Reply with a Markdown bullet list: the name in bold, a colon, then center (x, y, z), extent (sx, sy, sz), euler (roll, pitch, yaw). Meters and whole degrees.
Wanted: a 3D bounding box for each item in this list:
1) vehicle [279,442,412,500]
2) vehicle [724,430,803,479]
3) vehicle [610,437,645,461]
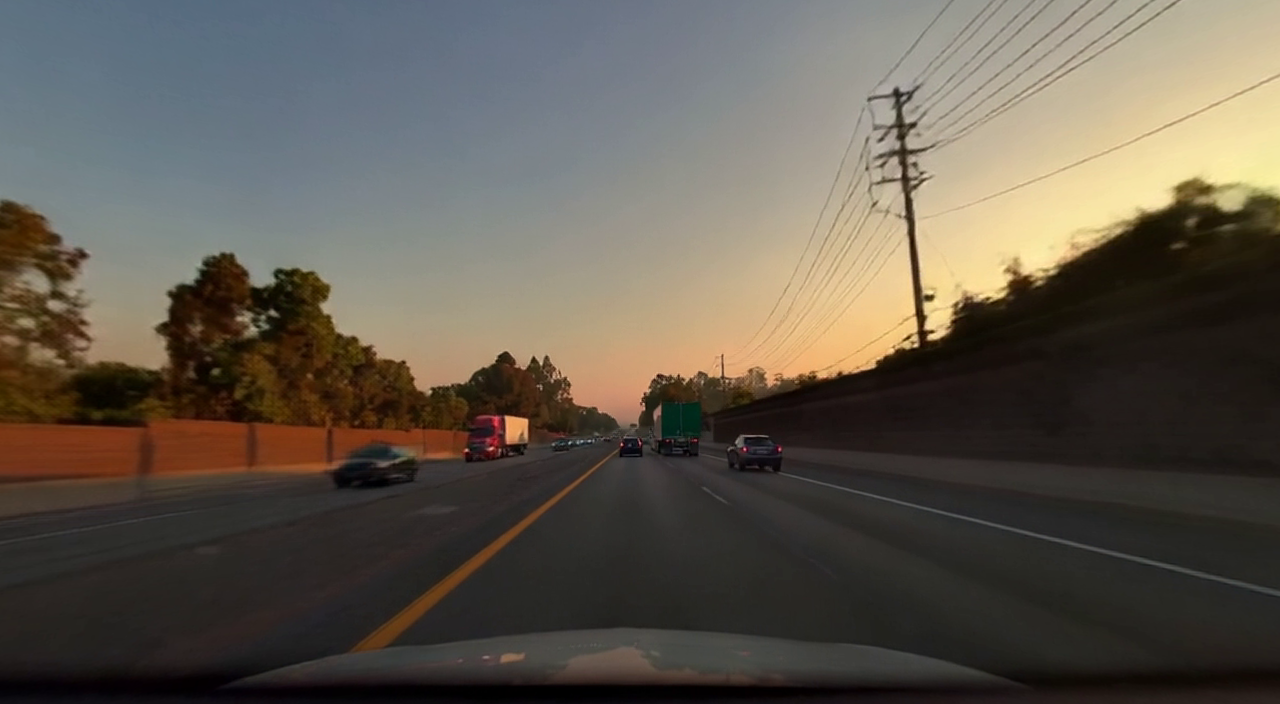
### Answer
- **vehicle**: center (-8.796, 3.553, 19.364), extent (1.915, 1.484, 4.561), euler (0, -8, 0)
- **vehicle**: center (4.355, 3.658, 22.876), extent (1.930, 1.573, 3.853), euler (0, -8, -2)
- **vehicle**: center (-0.828, 6.269, 41.045), extent (2.163, 1.466, 3.693), euler (0, -8, -1)
